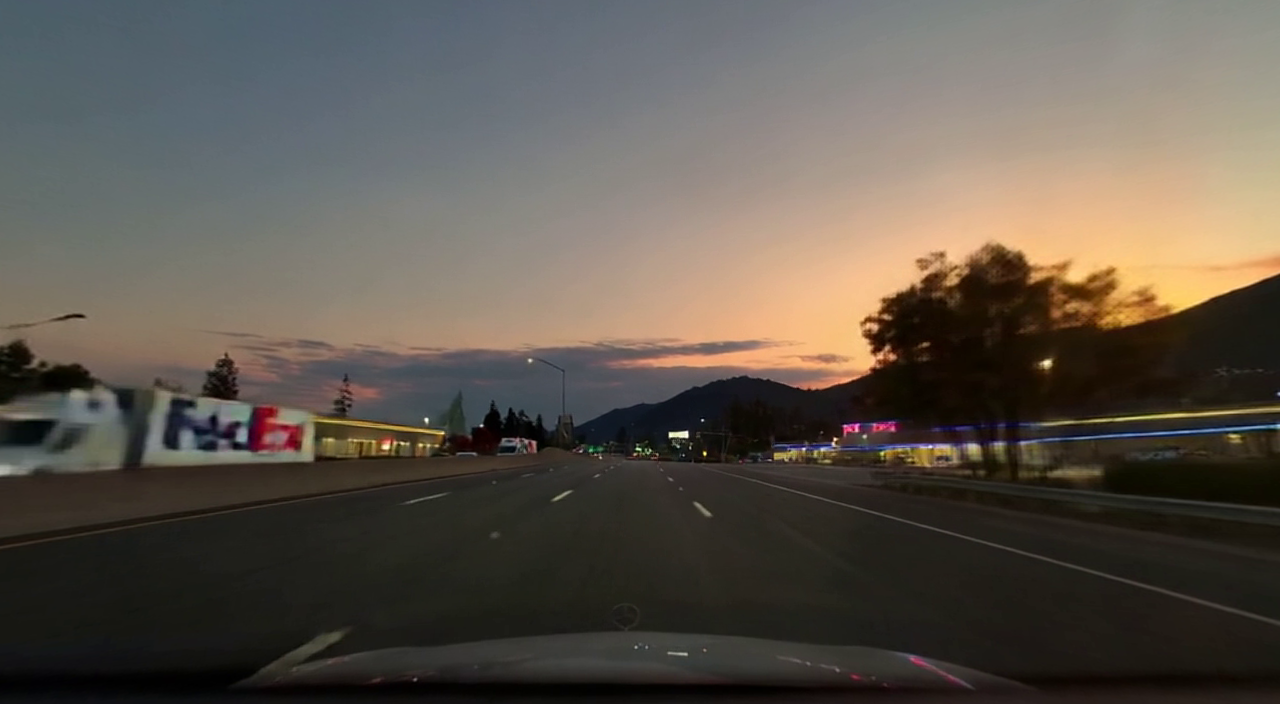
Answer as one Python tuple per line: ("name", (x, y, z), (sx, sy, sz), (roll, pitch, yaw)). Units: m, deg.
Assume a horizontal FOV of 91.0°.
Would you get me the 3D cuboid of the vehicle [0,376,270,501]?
("vehicle", (-21.843, 3.864, 27.690), (2.979, 4.143, 13.383), (0, -9, 0))
